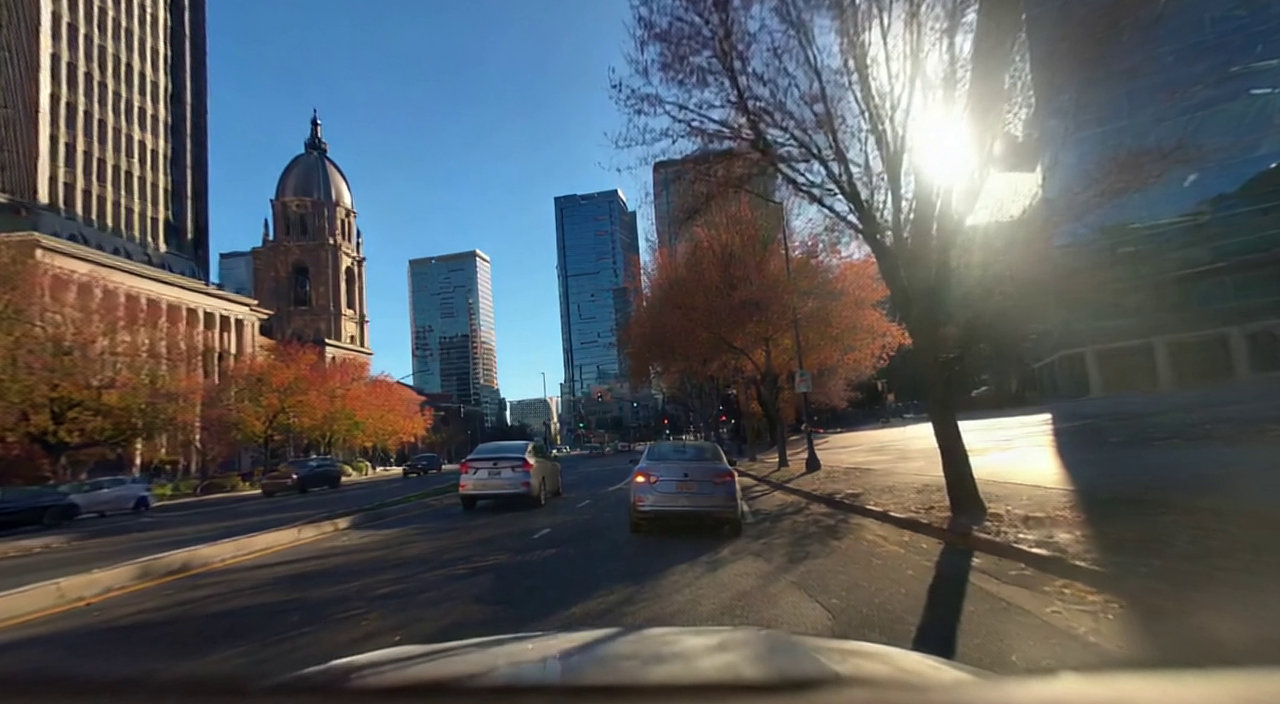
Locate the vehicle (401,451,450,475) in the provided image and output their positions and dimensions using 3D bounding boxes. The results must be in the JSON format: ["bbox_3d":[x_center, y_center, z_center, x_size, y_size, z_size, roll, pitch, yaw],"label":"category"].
[{"bbox_3d":[-16.568,8.571,48.965,2.024,1.782,4.827,0,-9,1],"label":"vehicle"}]

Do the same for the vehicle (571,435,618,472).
[{"bbox_3d":[-2.288,5.286,32.998,1.969,1.764,4.160,0,-9,2],"label":"vehicle"}]

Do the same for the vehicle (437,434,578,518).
[{"bbox_3d":[-2.673,2.615,13.829,1.961,1.517,4.202,0,-9,3],"label":"vehicle"}]

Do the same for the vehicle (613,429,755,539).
[{"bbox_3d":[0.676,2.107,10.640,1.933,1.504,3.802,0,-9,2],"label":"vehicle"}]

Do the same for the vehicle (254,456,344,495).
[{"bbox_3d":[-16.936,6.120,31.618,2.075,1.700,4.405,0,-9,0],"label":"vehicle"}]
